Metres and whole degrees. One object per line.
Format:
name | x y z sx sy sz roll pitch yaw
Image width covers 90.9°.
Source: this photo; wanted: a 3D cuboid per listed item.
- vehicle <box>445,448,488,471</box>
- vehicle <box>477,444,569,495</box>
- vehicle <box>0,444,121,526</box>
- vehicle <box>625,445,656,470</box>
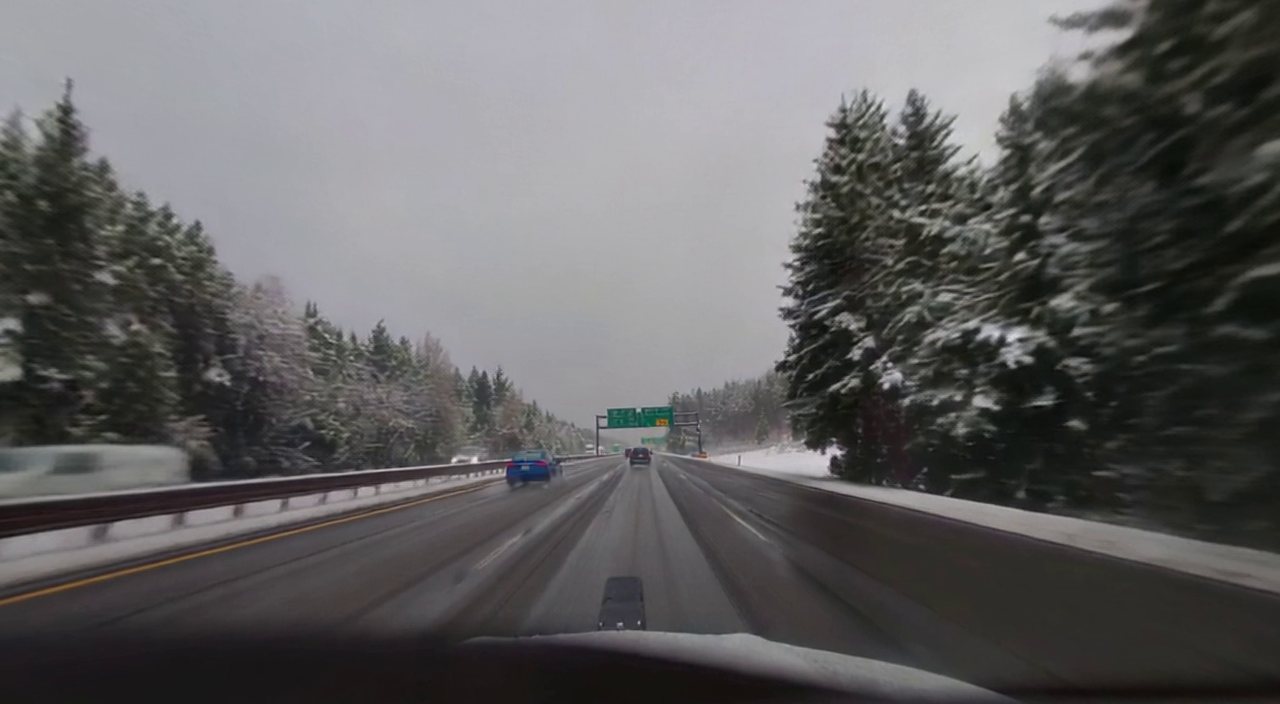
vehicle | -12.986 8.053 47.472 1.927 1.601 4.480 0 -9 1
vehicle | -3.776 3.884 21.275 2.157 1.483 4.601 0 -9 1
vehicle | -13.443 2.673 12.824 1.904 1.580 4.453 0 -9 0
vehicle | 0.029 7.123 42.752 2.011 1.590 3.607 0 -9 0
